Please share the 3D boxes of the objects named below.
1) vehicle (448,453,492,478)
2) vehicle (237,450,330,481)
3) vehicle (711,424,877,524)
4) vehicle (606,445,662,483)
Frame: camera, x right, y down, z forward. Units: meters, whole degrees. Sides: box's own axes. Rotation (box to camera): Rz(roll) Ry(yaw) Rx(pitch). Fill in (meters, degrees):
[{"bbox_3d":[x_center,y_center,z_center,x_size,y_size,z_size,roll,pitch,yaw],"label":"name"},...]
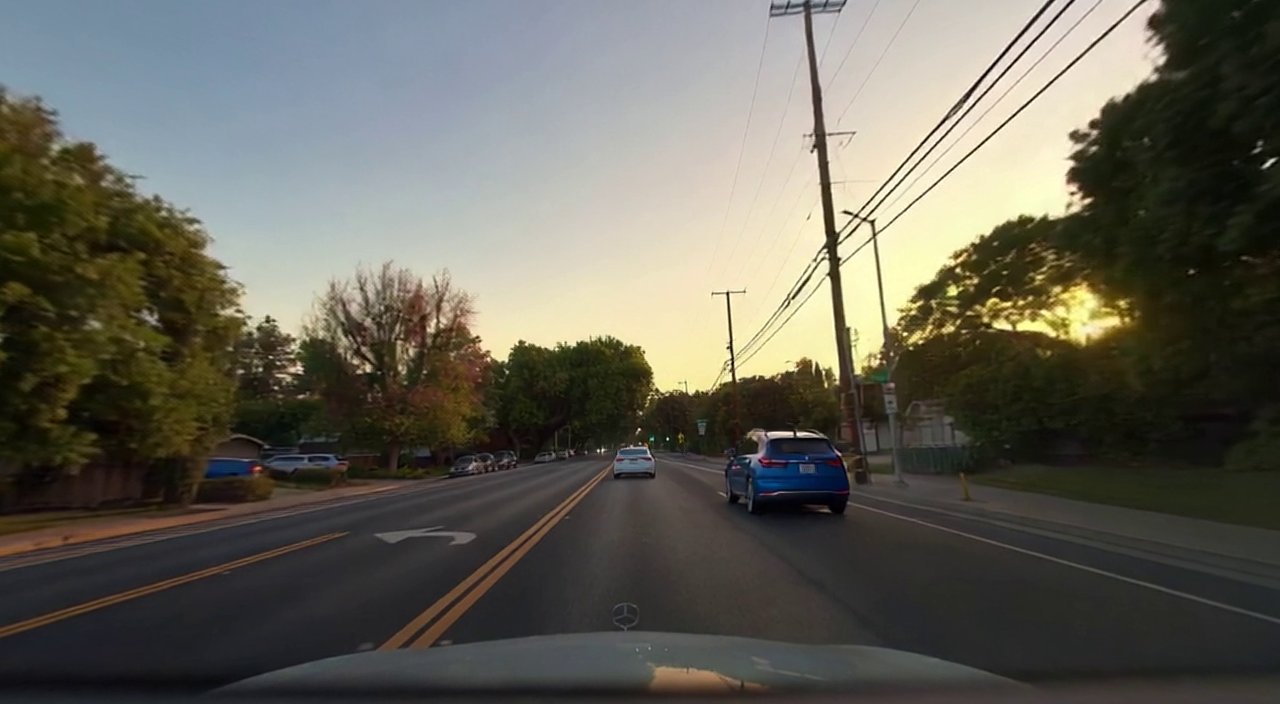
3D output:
[{"bbox_3d":[-12.252,8.156,45.795,2.044,1.534,4.554,-1,-8,-2],"label":"vehicle"},{"bbox_3d":[-21.045,6.691,37.452,4.240,1.717,2.043,0,-8,-2],"label":"vehicle"},{"bbox_3d":[3.028,2.531,13.716,2.200,1.763,4.676,1,-8,-3],"label":"vehicle"},{"bbox_3d":[-0.239,4.668,26.668,2.196,1.449,4.006,0,-8,0],"label":"vehicle"}]
